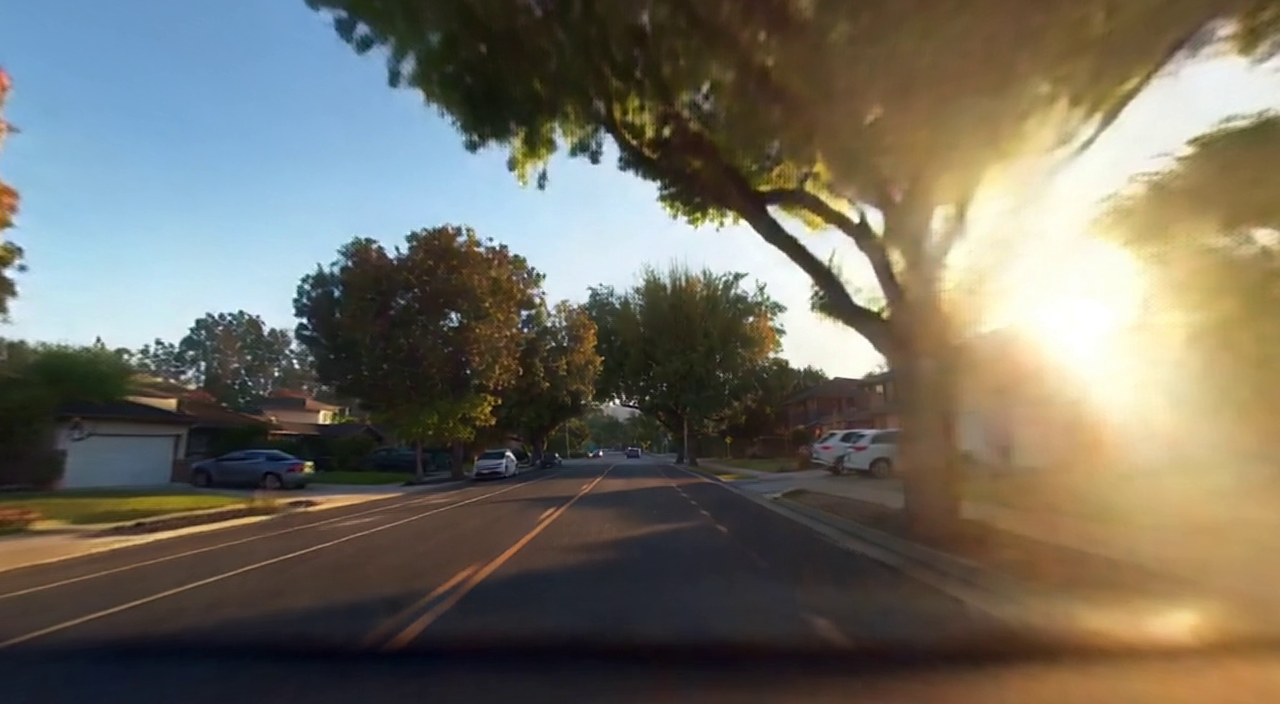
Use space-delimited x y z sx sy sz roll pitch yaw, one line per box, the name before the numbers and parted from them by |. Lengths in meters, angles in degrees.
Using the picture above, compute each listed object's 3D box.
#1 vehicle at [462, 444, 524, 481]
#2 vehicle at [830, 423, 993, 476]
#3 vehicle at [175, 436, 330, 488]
vehicle | -7.869 5.939 34.368 2.122 1.739 4.770 -4 -8 0
vehicle | 8.996 3.272 21.238 4.535 1.697 1.968 0 -9 -1
vehicle | -14.628 4.152 24.029 4.602 1.847 1.976 -1 -9 4
